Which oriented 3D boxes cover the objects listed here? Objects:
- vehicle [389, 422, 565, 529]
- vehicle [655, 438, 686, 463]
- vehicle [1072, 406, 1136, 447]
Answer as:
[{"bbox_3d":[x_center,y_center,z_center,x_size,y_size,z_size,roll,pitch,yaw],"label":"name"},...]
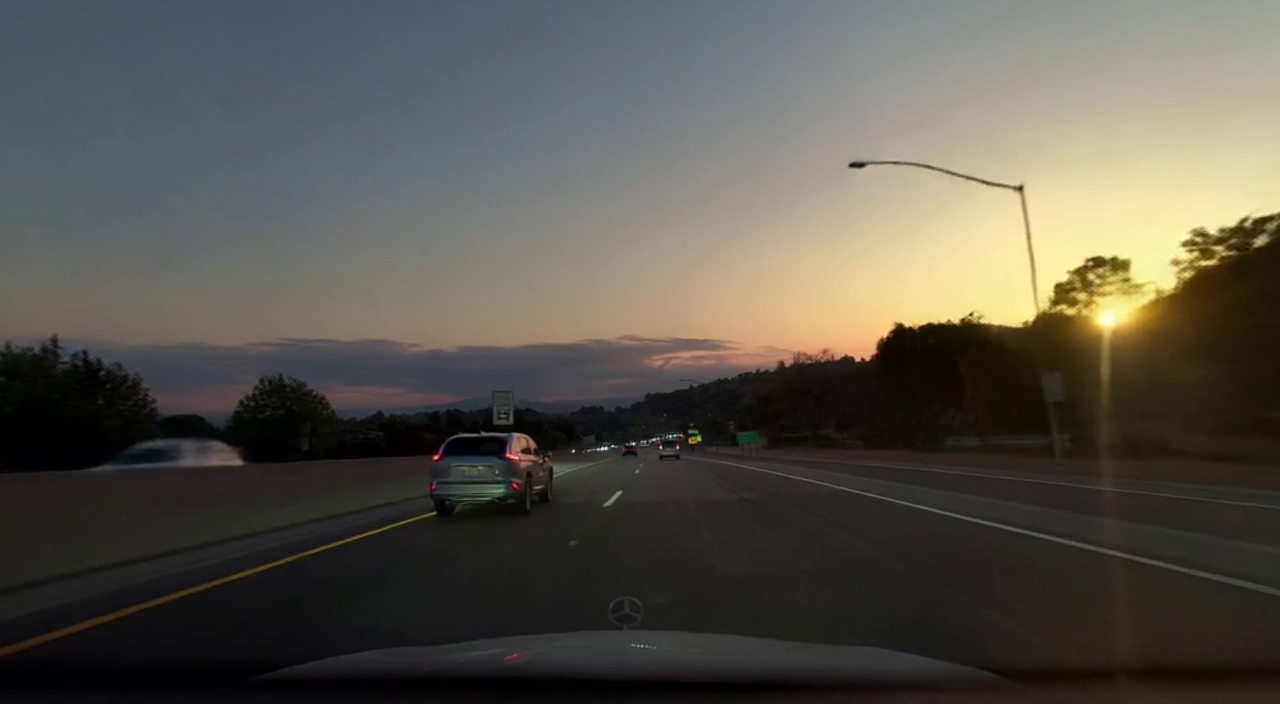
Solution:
[{"bbox_3d":[-2.893,2.325,12.459,2.143,1.693,4.513,-1,-8,2],"label":"vehicle"},{"bbox_3d":[2.073,6.883,44.072,2.073,1.621,3.993,-1,-8,1],"label":"vehicle"},{"bbox_3d":[28.696,4.619,39.029,2.588,2.449,1.523,-1,-8,6],"label":"vehicle"}]
